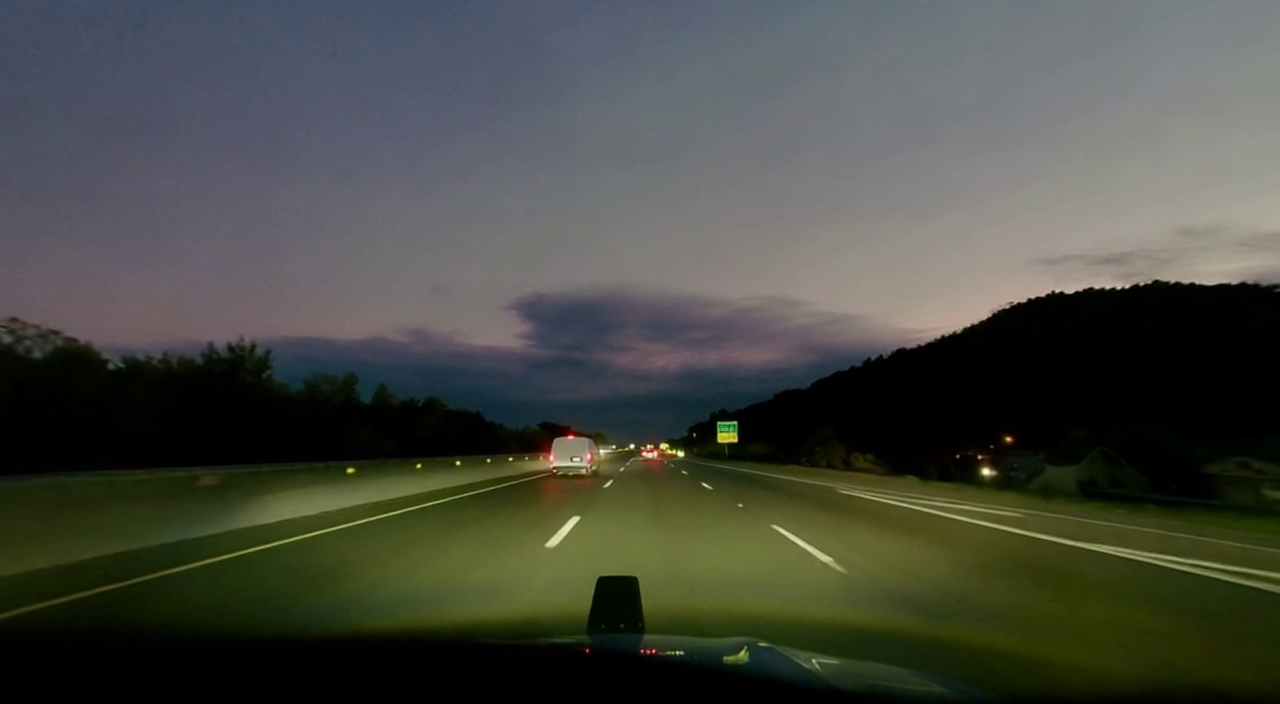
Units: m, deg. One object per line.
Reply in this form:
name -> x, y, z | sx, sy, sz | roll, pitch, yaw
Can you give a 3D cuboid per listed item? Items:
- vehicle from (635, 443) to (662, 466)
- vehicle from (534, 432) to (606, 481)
vehicle -> 0.641, 8.082, 49.883 | 2.067, 1.690, 3.901 | 0, -9, -1
vehicle -> -2.968, 4.656, 28.295 | 2.572, 1.927, 5.803 | 0, -9, 0
